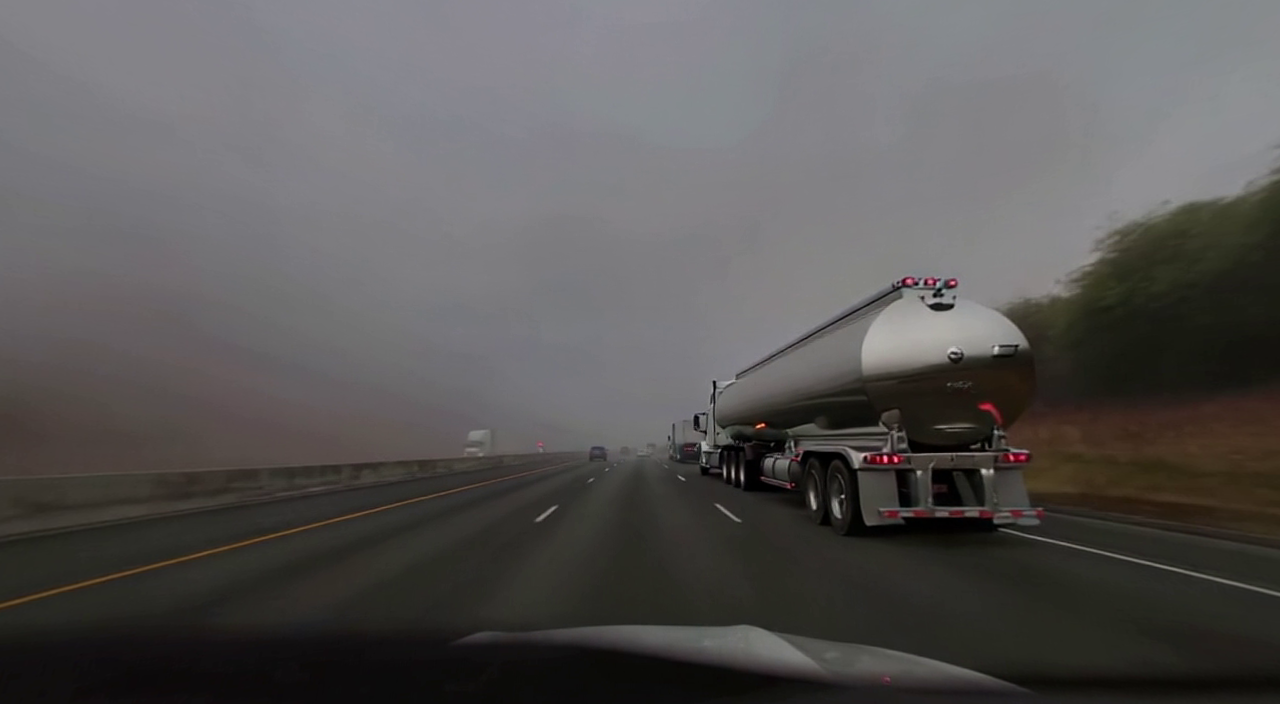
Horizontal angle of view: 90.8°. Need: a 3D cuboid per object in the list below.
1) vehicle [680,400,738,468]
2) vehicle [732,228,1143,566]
[{"bbox_3d":[4.376,5.563,42.033,2.823,4.018,8.475,0,-9,0],"label":"vehicle"},{"bbox_3d":[3.917,1.152,11.783,2.759,3.734,9.708,0,-9,-1],"label":"vehicle"}]
